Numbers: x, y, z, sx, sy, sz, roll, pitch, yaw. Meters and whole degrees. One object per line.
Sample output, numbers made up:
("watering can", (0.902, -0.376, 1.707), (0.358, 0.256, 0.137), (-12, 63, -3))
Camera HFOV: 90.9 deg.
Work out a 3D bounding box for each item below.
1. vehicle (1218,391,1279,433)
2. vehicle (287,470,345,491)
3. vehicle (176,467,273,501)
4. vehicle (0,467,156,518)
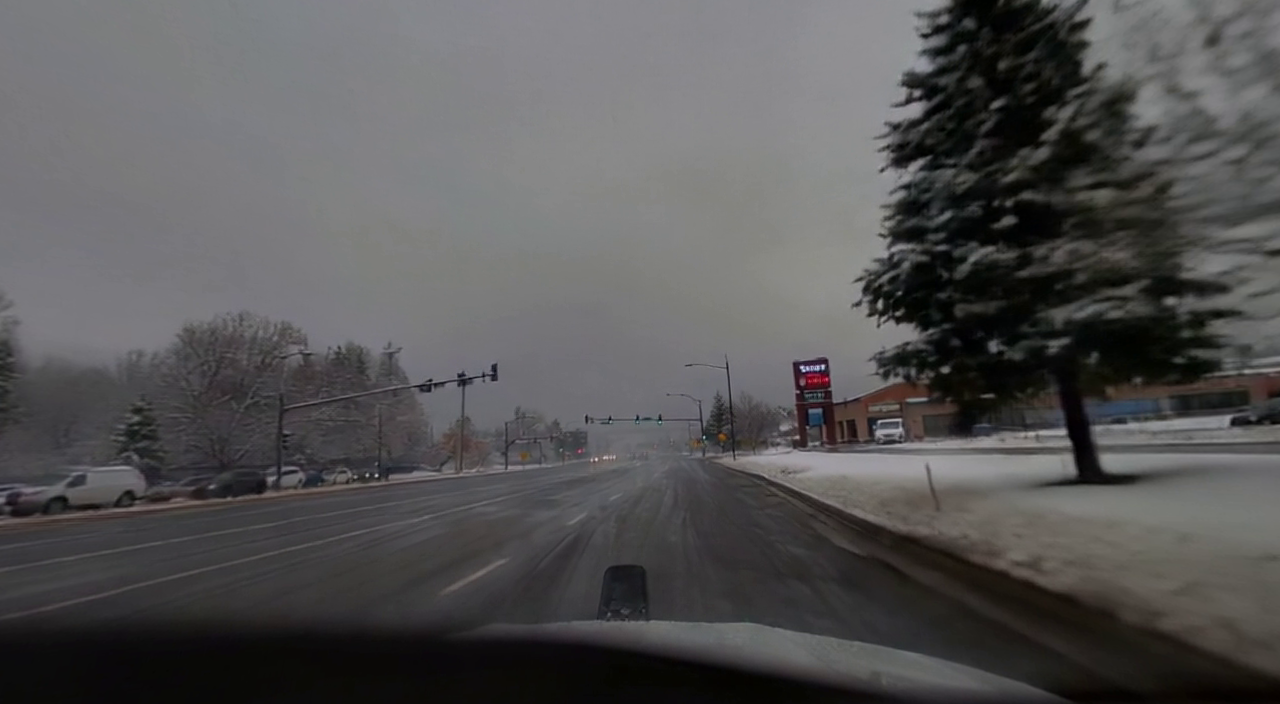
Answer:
("vehicle", (24.884, 2.320, 24.977), (3.335, 1.398, 1.535), (-2, -11, -26))
("vehicle", (-24.381, 9.670, 47.546), (1.827, 1.370, 4.191), (-1, -9, 6))
("vehicle", (-22.501, 7.151, 34.394), (1.918, 1.503, 4.632), (-6, -10, 4))
("vehicle", (-23.281, 5.756, 26.165), (1.967, 1.683, 5.223), (-7, -10, 5))
